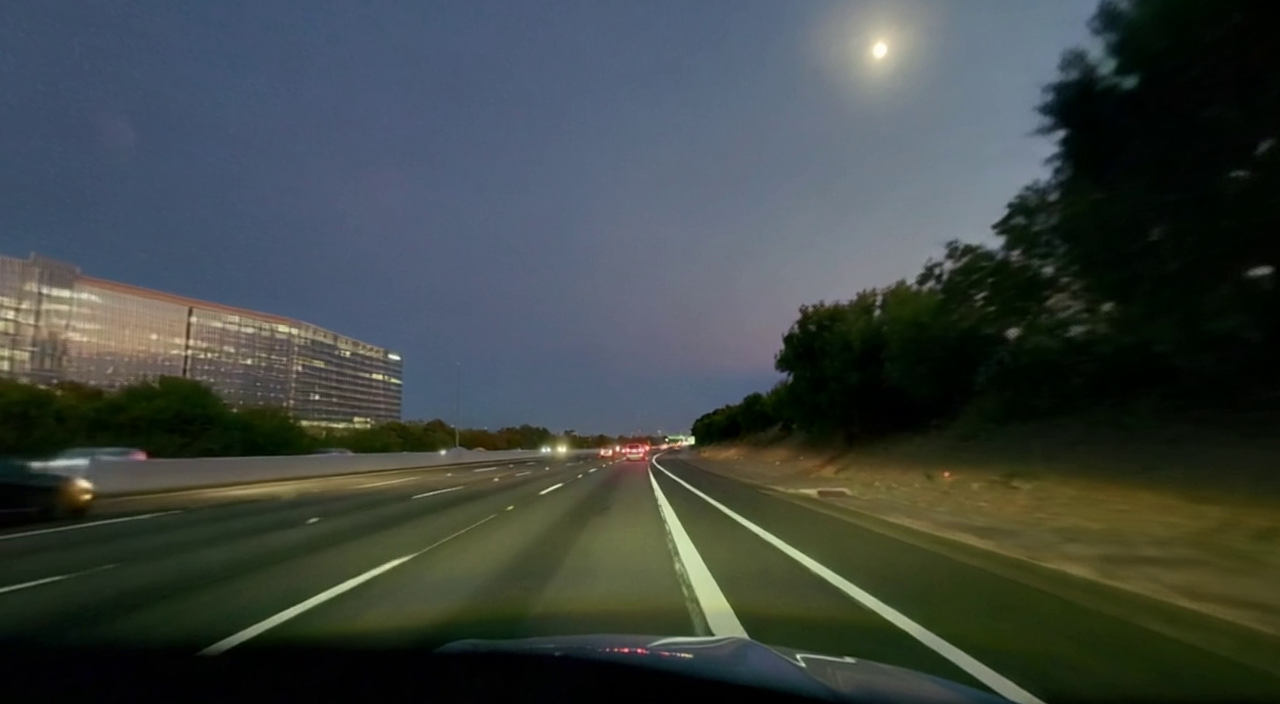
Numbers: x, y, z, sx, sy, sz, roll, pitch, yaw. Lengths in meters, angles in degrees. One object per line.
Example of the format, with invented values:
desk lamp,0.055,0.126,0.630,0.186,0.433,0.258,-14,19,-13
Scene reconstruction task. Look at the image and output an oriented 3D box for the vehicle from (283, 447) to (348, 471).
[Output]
vehicle,-22.448,7.383,43.975,1.911,1.534,4.817,-1,-8,1
